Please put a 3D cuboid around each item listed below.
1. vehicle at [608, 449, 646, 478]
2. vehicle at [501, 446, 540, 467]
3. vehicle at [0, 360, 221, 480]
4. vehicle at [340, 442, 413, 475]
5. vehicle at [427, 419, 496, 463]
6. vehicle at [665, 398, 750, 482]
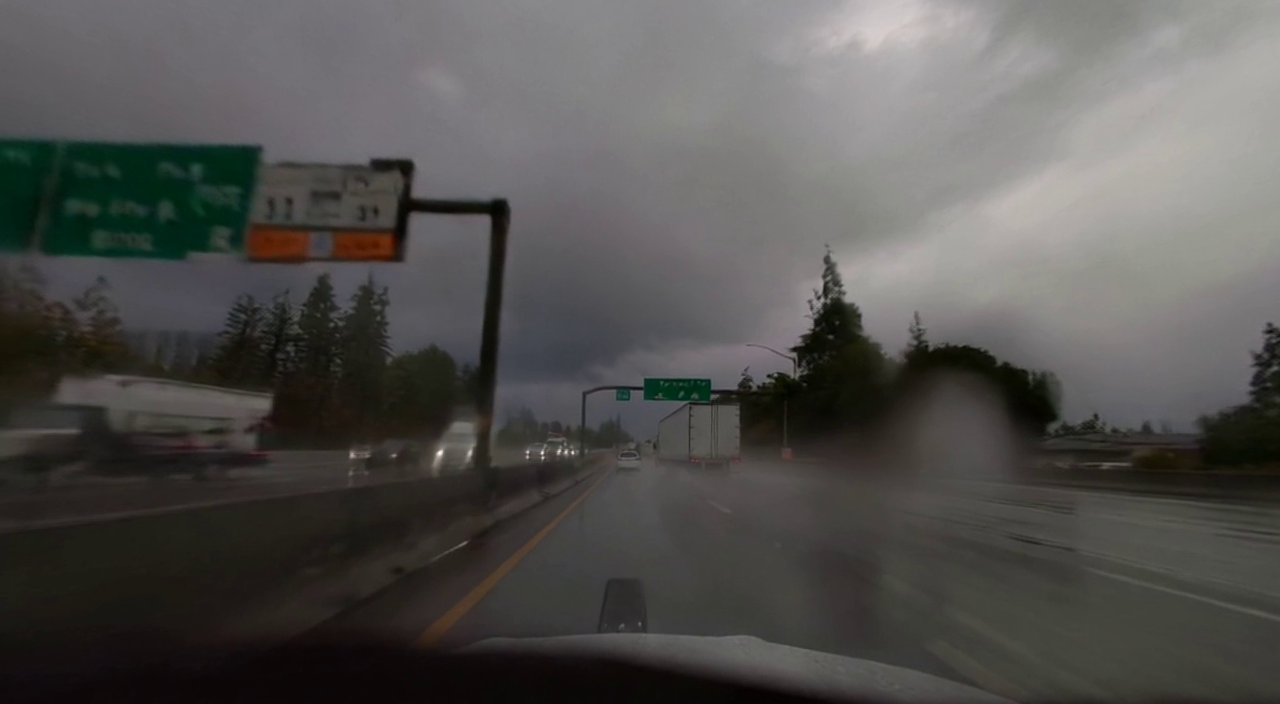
[{"bbox_3d":[-0.796,6.635,37.584,2.111,1.599,3.859,0,-9,-2],"label":"vehicle"},{"bbox_3d":[-8.931,7.854,47.582,2.013,1.451,4.635,-1,-9,0],"label":"vehicle"},{"bbox_3d":[-11.846,1.625,14.001,2.161,2.281,4.072,0,-10,0],"label":"vehicle"},{"bbox_3d":[-12.286,4.998,29.704,1.845,1.441,3.969,0,-9,-2],"label":"vehicle"},{"bbox_3d":[-7.954,4.066,28.594,2.073,1.806,4.773,0,-9,-4],"label":"vehicle"},{"bbox_3d":[3.497,5.263,36.801,2.931,4.009,12.800,0,-9,-3],"label":"vehicle"}]
